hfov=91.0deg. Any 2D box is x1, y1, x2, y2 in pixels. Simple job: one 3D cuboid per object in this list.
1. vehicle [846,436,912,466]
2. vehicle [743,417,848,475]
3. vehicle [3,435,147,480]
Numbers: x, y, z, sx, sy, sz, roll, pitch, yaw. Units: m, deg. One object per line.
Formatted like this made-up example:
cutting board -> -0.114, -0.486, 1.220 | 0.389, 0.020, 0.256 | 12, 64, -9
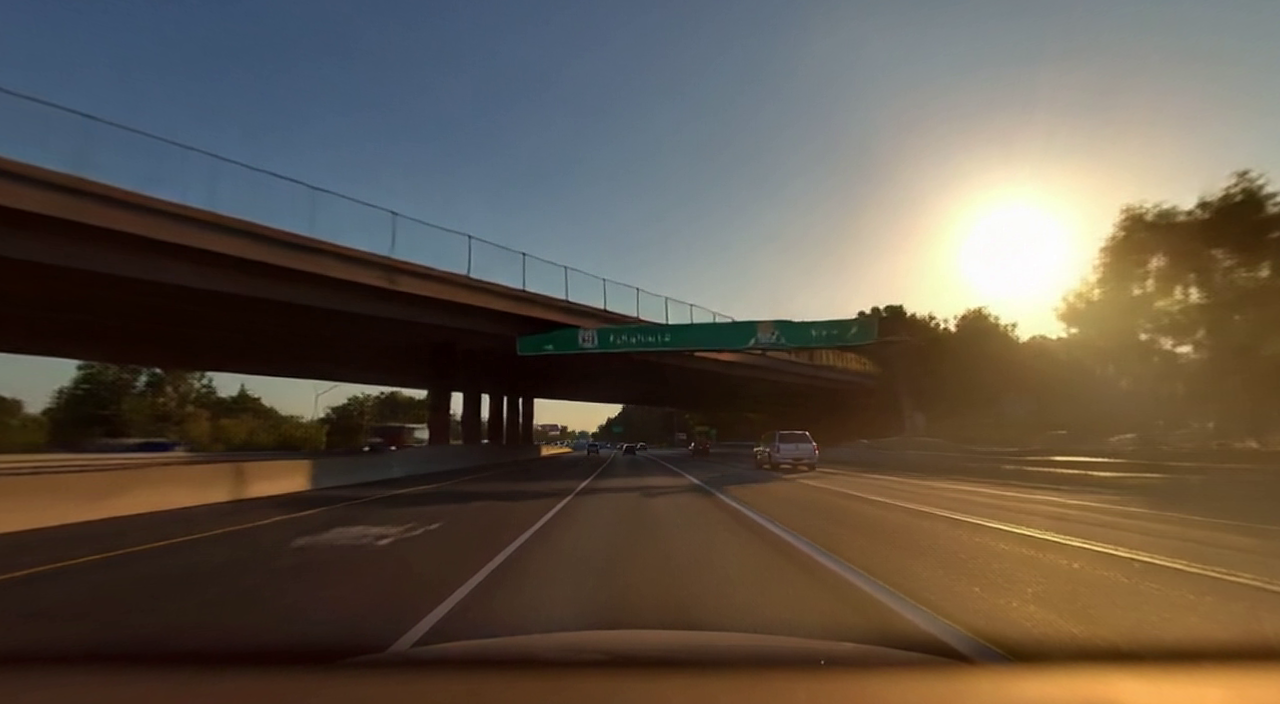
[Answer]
vehicle -> 14.180, 5.892, 37.593 | 2.072, 1.611, 4.387 | 0, -8, -2
vehicle -> 7.024, 4.445, 29.774 | 2.779, 2.339, 8.073 | 0, -8, -1
vehicle -> -24.690, 4.623, 27.817 | 1.979, 1.794, 4.778 | 0, -8, -1
